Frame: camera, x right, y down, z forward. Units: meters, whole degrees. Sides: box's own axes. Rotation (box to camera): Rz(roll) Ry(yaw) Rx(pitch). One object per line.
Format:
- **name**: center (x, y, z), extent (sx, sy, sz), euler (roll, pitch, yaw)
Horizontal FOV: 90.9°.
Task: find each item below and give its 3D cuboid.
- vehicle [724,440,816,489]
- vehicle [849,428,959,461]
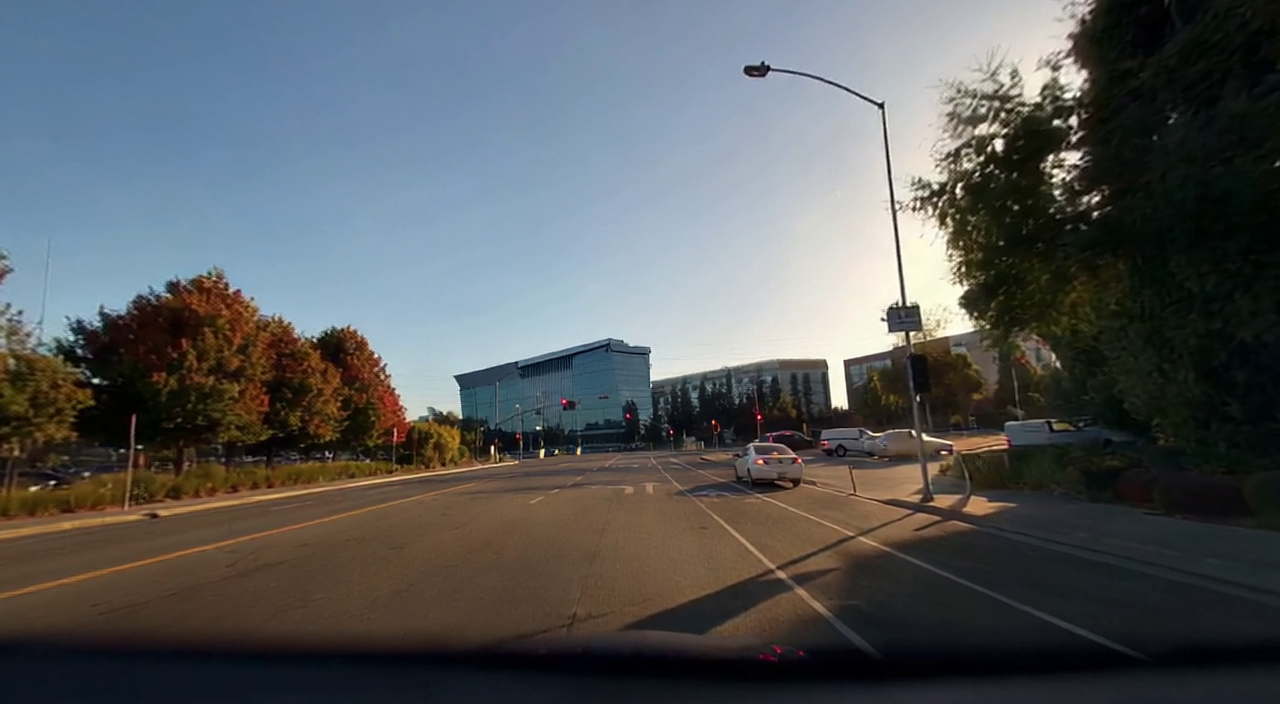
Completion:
- **vehicle**: center (4.180, 3.721, 21.155), extent (2.006, 1.448, 4.671), euler (0, -9, -1)
- **vehicle**: center (12.130, 4.282, 29.127), extent (4.227, 1.451, 1.874), euler (0, -8, 1)
